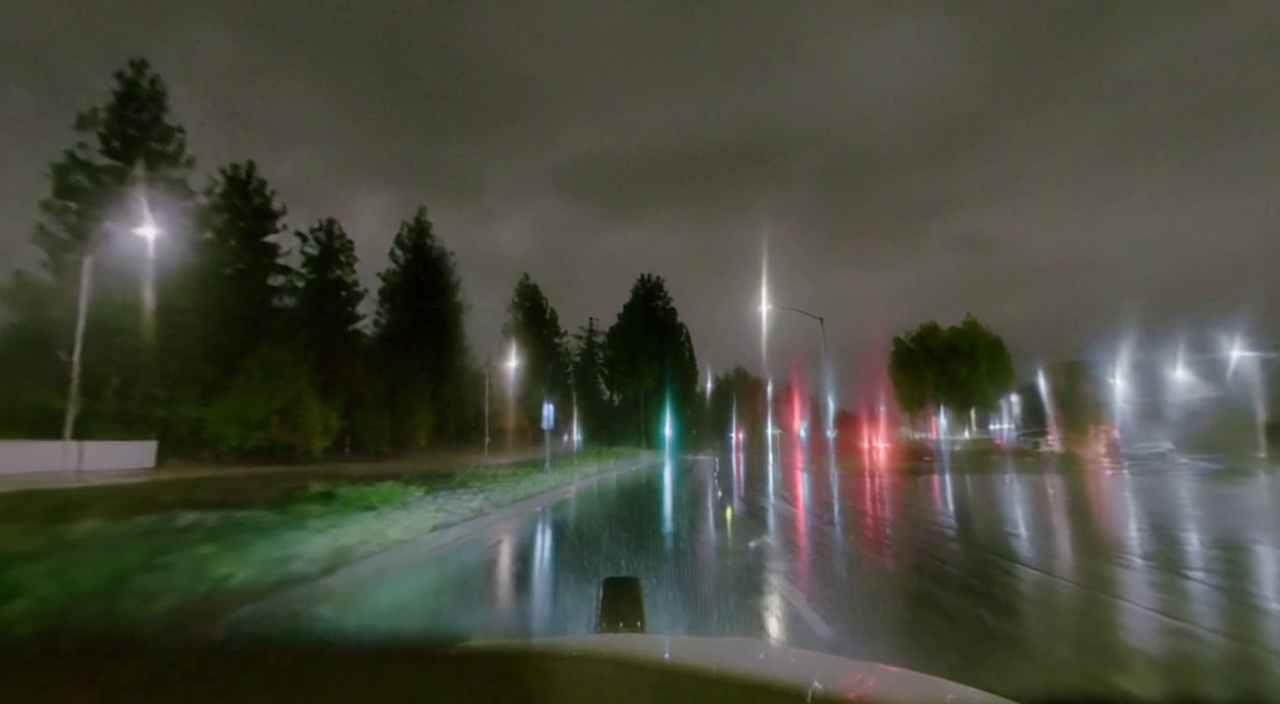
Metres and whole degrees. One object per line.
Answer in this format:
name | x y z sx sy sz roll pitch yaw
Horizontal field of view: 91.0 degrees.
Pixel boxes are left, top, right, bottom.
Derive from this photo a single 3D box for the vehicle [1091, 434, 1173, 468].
vehicle | 23.816 4.776 30.415 4.456 1.489 1.963 7 -11 -37
